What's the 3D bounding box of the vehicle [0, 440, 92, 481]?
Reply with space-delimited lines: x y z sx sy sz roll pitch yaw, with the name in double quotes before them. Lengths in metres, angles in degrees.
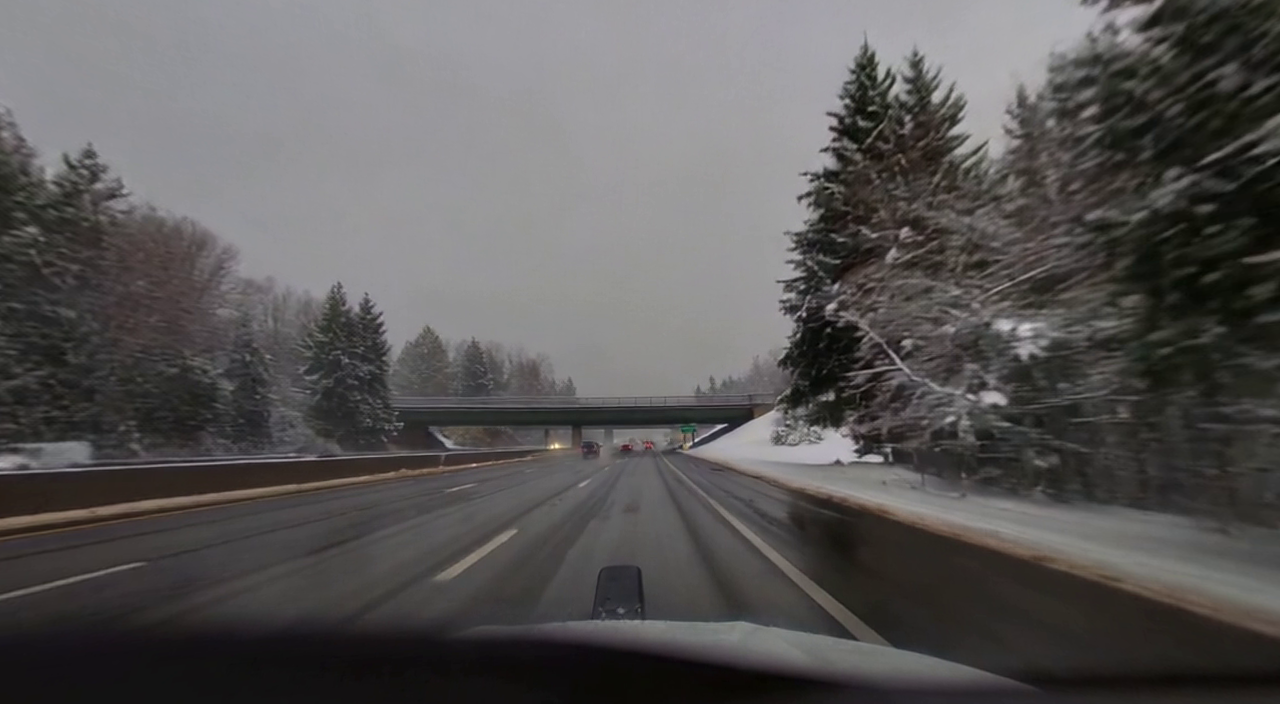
"vehicle" -32.080 5.539 32.471 2.220 1.982 5.871 0 -9 1
